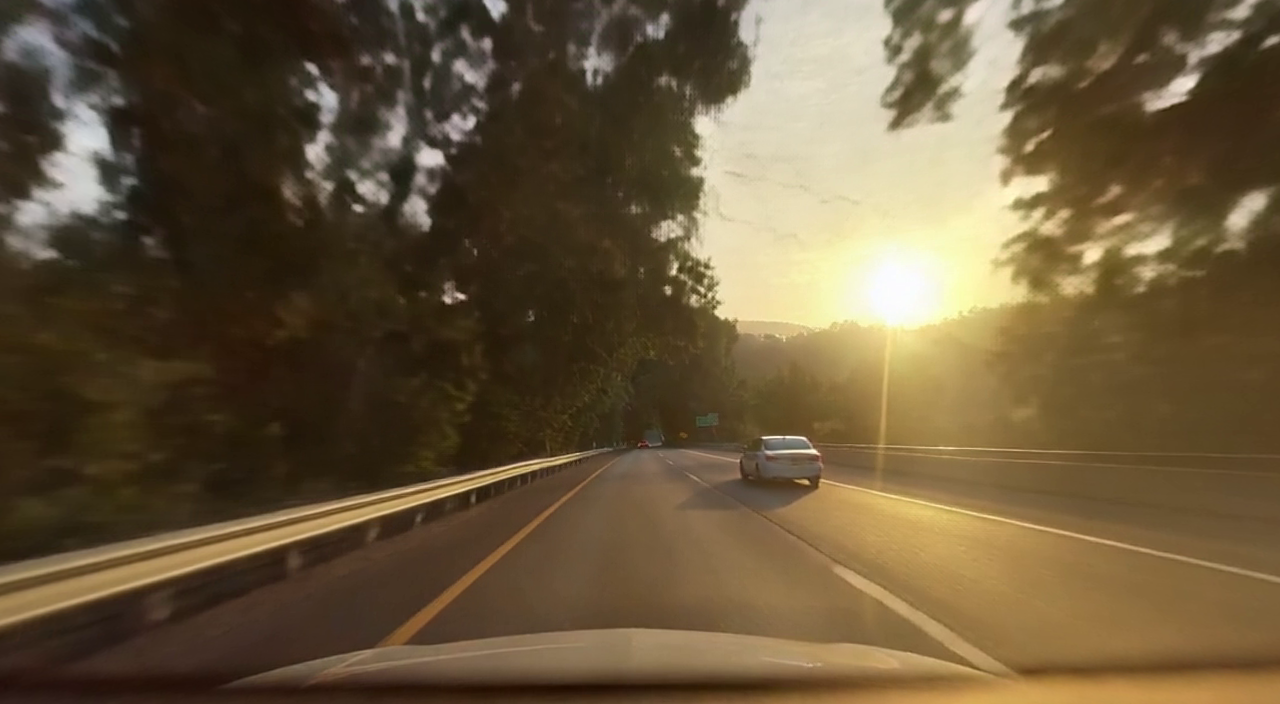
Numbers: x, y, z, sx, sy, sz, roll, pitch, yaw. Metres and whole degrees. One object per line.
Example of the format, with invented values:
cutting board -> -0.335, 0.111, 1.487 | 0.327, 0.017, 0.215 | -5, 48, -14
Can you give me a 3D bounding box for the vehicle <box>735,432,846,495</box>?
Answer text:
vehicle -> 4.129, 3.114, 18.094 | 1.905, 1.525, 4.719 | 0, -8, -1
